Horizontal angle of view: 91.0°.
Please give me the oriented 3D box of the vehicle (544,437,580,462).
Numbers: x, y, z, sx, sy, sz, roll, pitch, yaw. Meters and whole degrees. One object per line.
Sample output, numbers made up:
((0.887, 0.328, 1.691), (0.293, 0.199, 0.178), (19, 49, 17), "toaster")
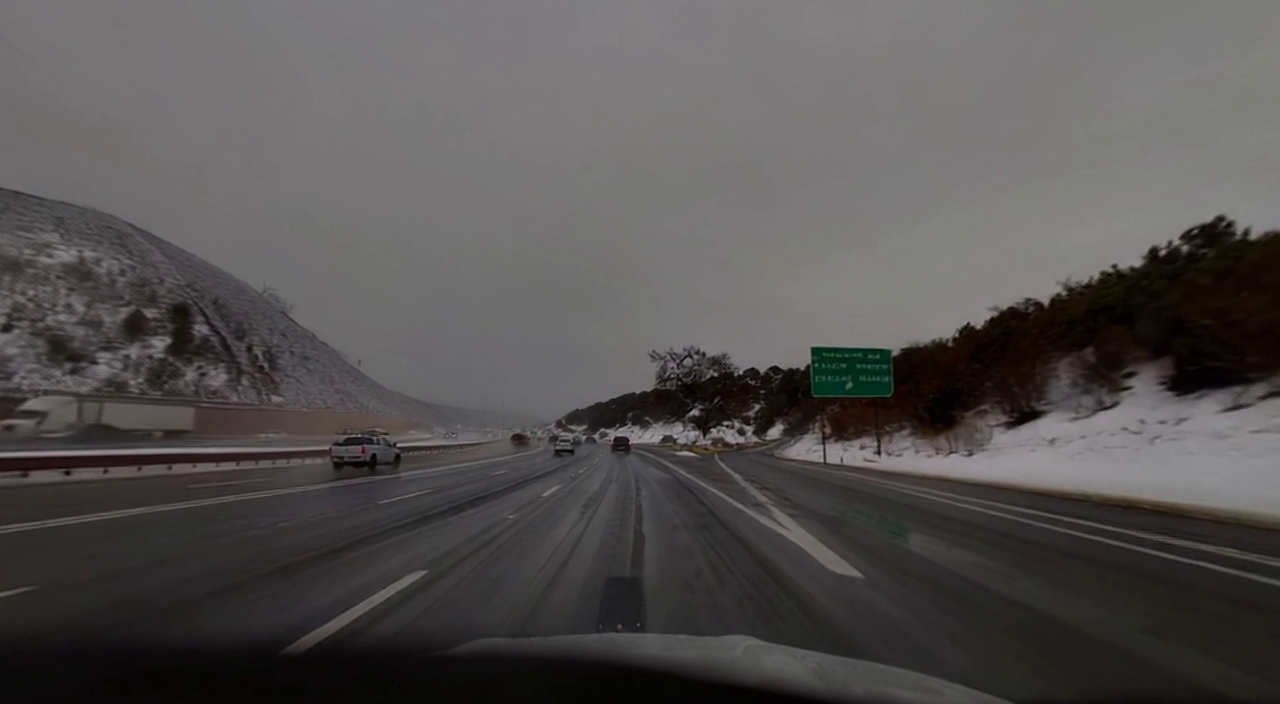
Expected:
((-5.267, 6.651, 43.127), (2.060, 1.631, 4.214), (0, -8, -2), "vehicle")

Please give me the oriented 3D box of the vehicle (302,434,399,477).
((-12.007, 4.324, 26.498), (2.047, 1.645, 4.451), (0, -8, -1), "vehicle")
